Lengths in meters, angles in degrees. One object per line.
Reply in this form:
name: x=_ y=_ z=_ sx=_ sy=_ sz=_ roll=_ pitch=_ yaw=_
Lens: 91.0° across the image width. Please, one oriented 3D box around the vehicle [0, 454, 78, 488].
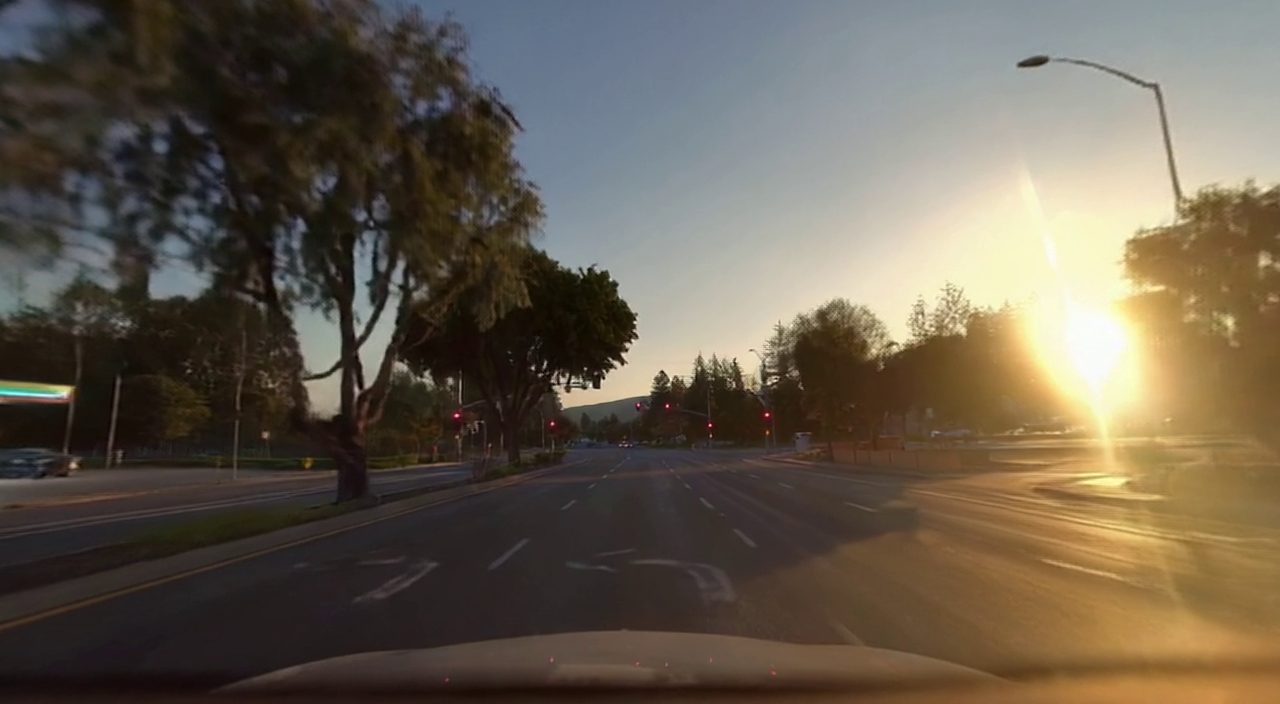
vehicle: x=-34.493 y=6.568 z=34.924 sx=1.992 sy=1.721 sz=4.570 roll=-7 pitch=-11 yaw=39
